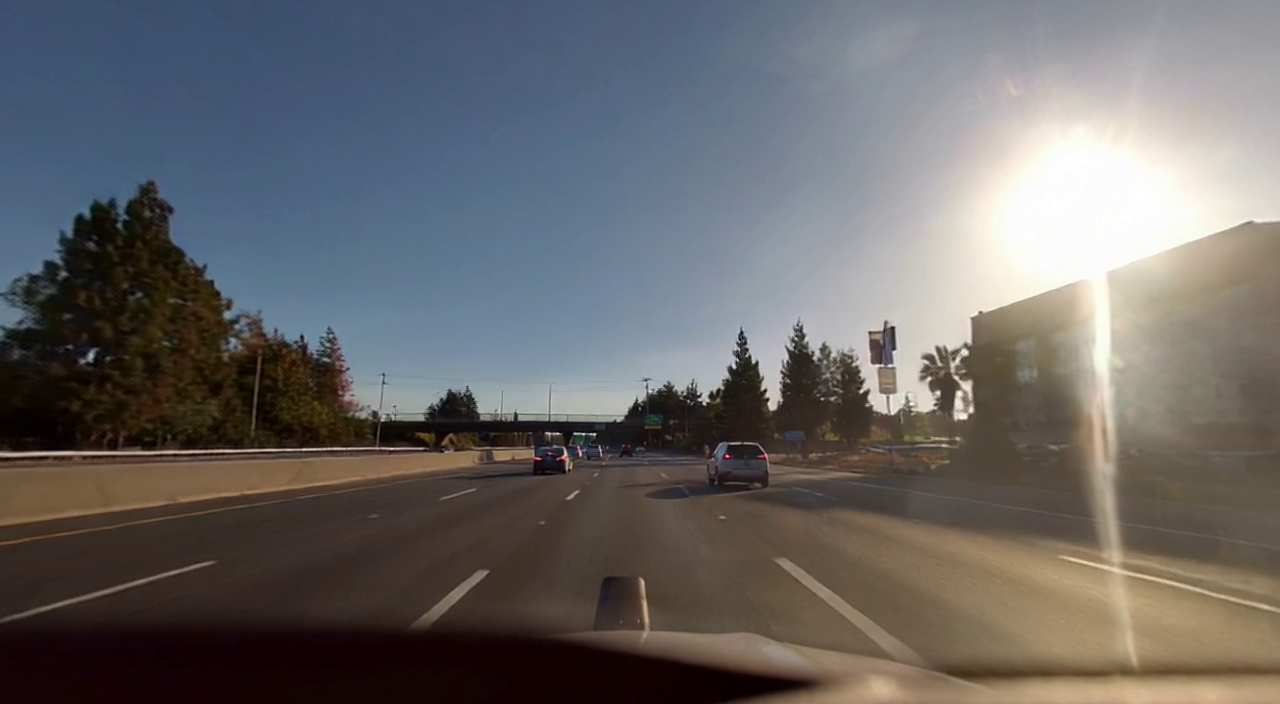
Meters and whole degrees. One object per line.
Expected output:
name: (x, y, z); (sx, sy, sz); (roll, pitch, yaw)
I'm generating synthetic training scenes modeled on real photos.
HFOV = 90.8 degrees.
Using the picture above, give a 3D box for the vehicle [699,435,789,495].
vehicle: (3.142, 3.496, 19.974); (1.997, 1.686, 4.247); (0, -8, -2)

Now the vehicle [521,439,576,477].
vehicle: (-4.578, 5.390, 32.406); (2.176, 1.779, 4.755); (0, -8, -1)
